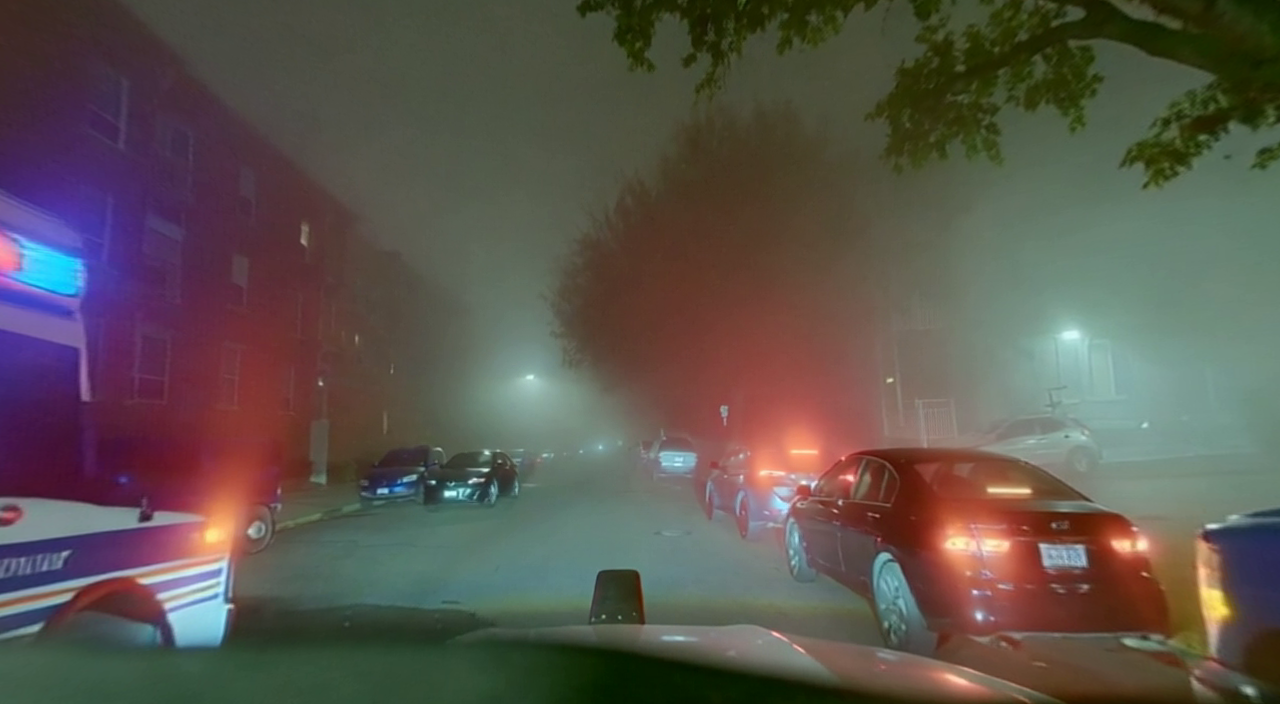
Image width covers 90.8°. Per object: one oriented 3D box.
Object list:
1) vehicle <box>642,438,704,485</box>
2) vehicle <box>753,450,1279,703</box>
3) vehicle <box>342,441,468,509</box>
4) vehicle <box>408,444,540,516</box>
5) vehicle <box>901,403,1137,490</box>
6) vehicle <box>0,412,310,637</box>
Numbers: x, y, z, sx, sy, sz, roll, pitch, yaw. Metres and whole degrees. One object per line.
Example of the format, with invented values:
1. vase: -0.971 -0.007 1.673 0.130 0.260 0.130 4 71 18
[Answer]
1. vehicle: 1.201 4.227 24.721 1.878 1.664 4.033 1 -8 -5
2. vehicle: 2.306 1.510 5.244 1.720 1.333 4.233 1 -8 -3
3. vehicle: -7.245 3.802 20.172 2.215 1.841 5.172 0 -8 -2
4. vehicle: -3.866 3.037 15.604 1.966 1.515 4.394 0 -8 2
5. vehicle: 9.124 2.336 15.517 4.416 1.784 1.929 -3 -10 -2
6. vehicle: -6.700 1.889 7.845 2.308 1.877 6.060 -4 -8 -3
